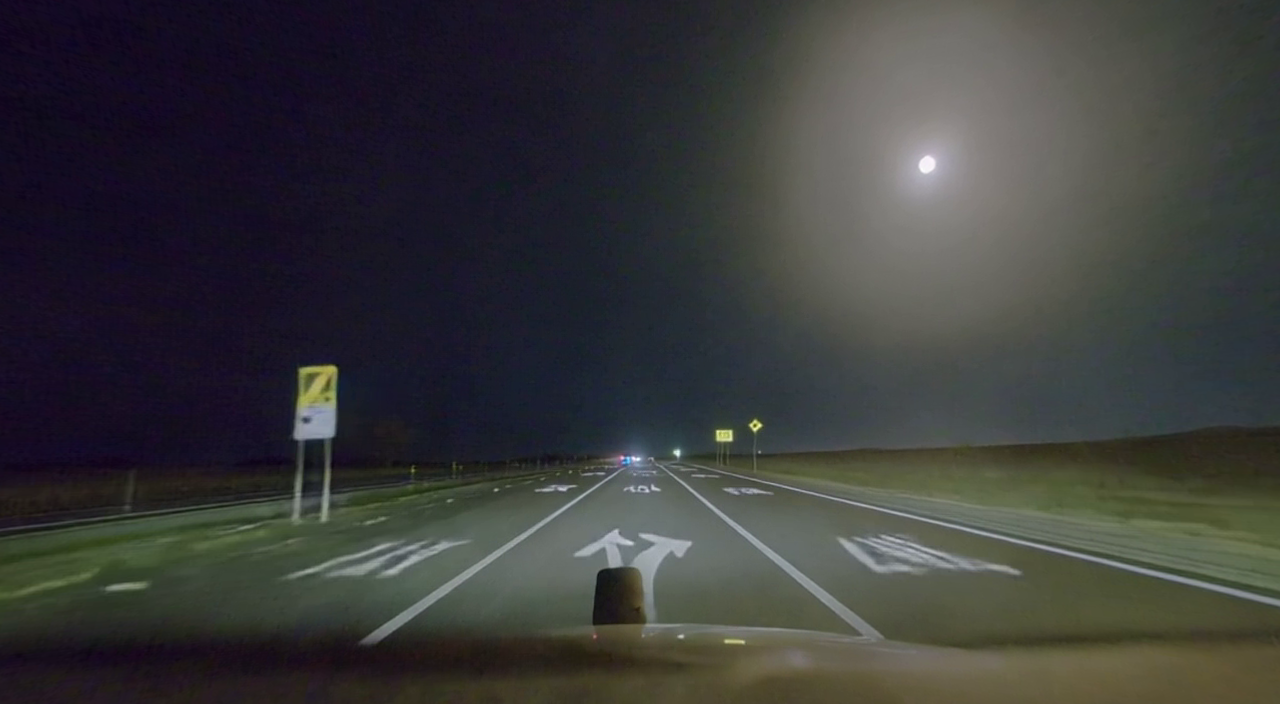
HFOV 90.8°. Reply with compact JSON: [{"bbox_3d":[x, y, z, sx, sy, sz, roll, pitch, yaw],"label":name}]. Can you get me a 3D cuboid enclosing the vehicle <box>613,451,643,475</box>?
[{"bbox_3d":[-0.863,8.328,47.569,2.053,1.647,4.252,0,-9,1],"label":"vehicle"}]
